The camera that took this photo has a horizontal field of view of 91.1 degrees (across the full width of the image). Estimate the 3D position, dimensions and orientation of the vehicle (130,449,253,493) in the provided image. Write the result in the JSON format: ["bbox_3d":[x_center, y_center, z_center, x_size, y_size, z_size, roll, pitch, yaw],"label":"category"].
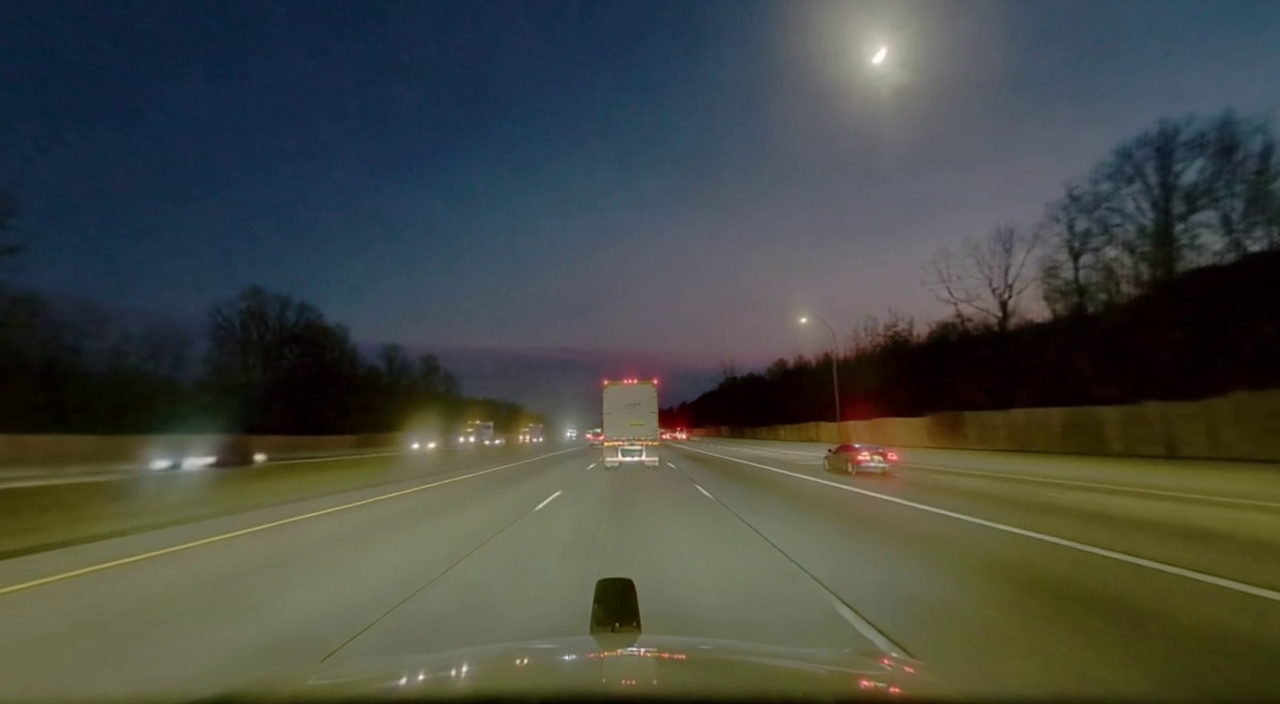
[{"bbox_3d":[-17.737,4.695,25.156,1.841,1.474,4.148,0,-8,0],"label":"vehicle"}]

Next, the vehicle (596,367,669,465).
[{"bbox_3d":[-0.338,3.680,33.938,2.965,3.972,16.689,0,-8,0],"label":"vehicle"}]
